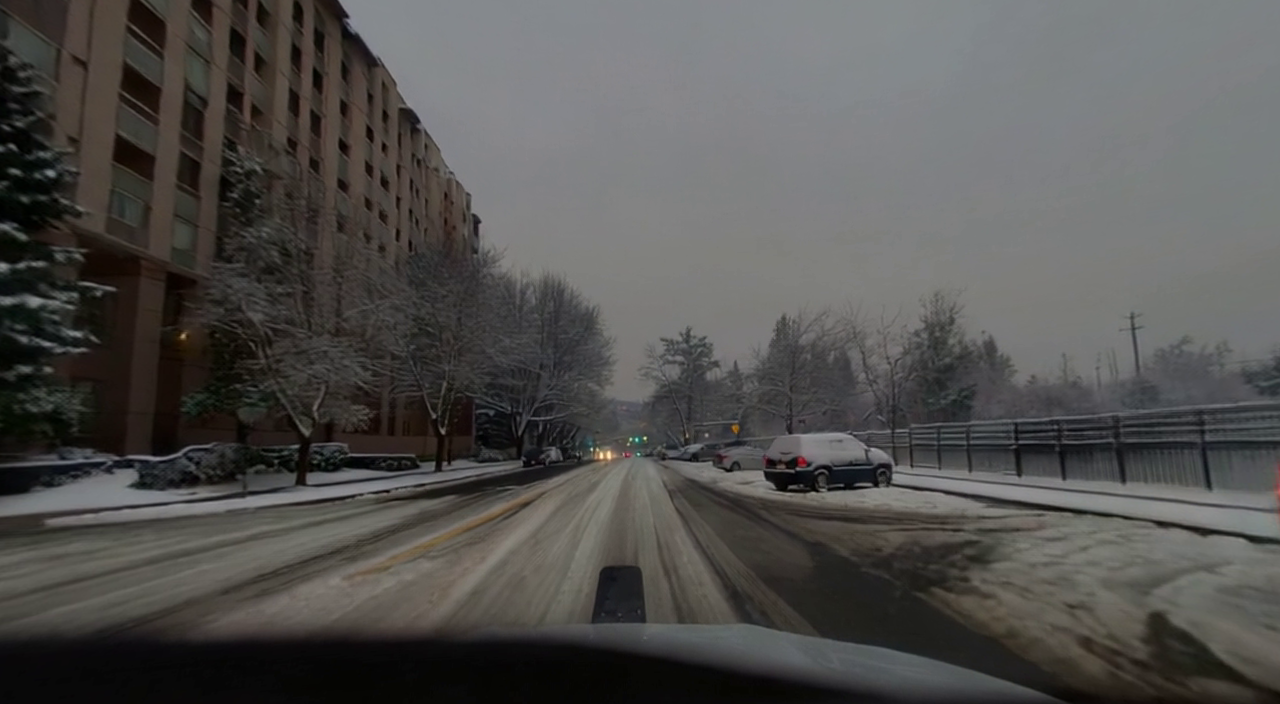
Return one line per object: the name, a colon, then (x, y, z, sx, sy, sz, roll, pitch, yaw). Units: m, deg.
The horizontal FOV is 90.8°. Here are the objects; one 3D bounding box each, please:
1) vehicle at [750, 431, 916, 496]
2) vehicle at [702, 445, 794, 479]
vehicle: (6.435, 3.614, 20.993, 5.061, 1.829, 2.274, 3, -9, -29)
vehicle: (5.054, 5.098, 29.481, 3.752, 1.494, 2.083, 6, -10, -30)
